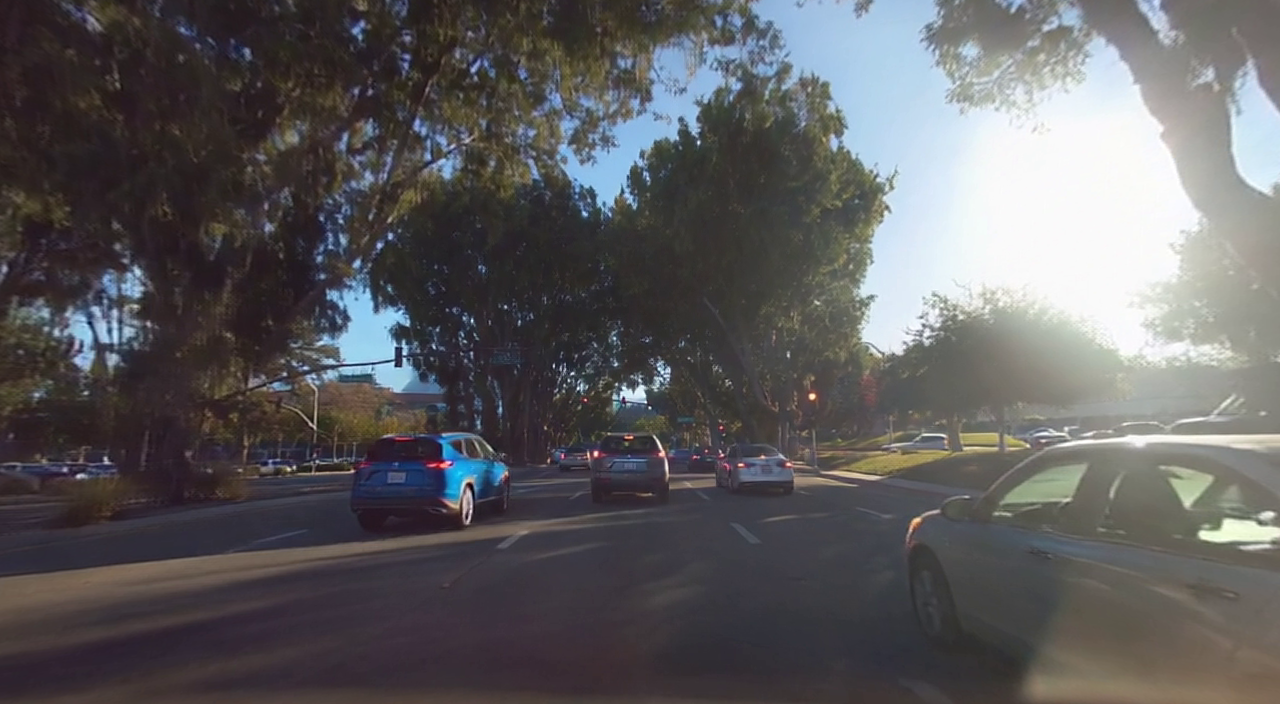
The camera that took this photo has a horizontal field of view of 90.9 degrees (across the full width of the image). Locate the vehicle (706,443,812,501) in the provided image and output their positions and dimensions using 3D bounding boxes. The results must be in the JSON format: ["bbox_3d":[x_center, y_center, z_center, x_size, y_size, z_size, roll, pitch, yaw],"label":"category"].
[{"bbox_3d":[3.379,3.514,18.991,2.036,1.480,4.659,0,-8,-3],"label":"vehicle"}]

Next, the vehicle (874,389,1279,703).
[{"bbox_3d":[2.997,1.031,3.108,1.976,1.491,4.427,0,-8,0],"label":"vehicle"}]

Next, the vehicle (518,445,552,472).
[{"bbox_3d":[-7.186,7.302,43.428,2.051,1.722,4.412,1,-8,-6],"label":"vehicle"}]

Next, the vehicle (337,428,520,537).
[{"bbox_3d":[-3.790,2.402,12.255,2.039,1.709,4.265,0,-8,0],"label":"vehicle"}]

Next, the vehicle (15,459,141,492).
[{"bbox_3d":[-34.118,7.486,38.424,5.352,1.850,2.276,0,-8,-2],"label":"vehicle"}]

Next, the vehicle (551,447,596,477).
[{"bbox_3d":[-3.499,5.868,33.847,1.897,1.479,4.204,0,-8,1],"label":"vehicle"}]

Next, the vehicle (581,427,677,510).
[{"bbox_3d":[-0.262,2.922,16.337,2.132,1.816,4.471,0,-8,0],"label":"vehicle"}]

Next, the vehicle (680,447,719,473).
[{"bbox_3d":[3.642,6.697,39.323,1.996,1.443,4.270,0,-8,-1],"label":"vehicle"}]
